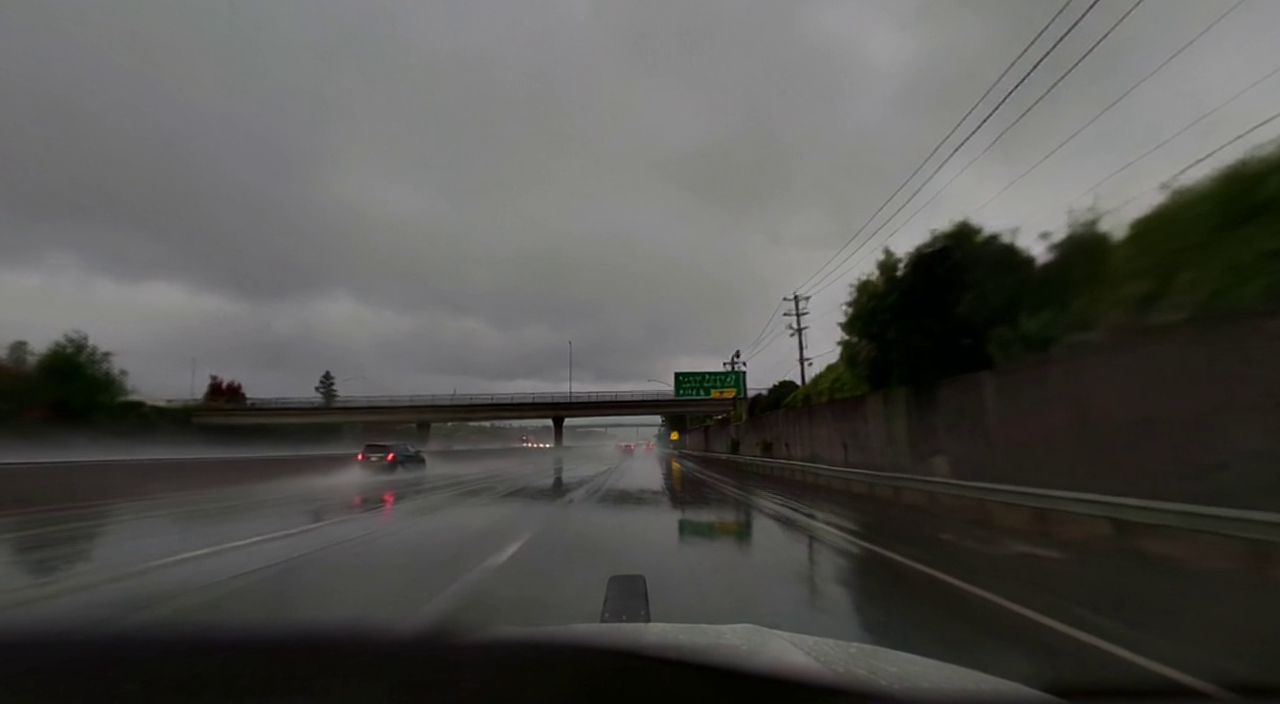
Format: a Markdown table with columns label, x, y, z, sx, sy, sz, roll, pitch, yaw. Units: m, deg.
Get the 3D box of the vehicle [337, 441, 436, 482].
| label | x | y | z | sx | sy | sz | roll | pitch | yaw |
| --- | --- | --- | --- | --- | --- | --- | --- | --- | --- |
| vehicle | -10.094 | 4.368 | 25.546 | 2.056 | 1.476 | 4.562 | 0 | -8 | 1 |
